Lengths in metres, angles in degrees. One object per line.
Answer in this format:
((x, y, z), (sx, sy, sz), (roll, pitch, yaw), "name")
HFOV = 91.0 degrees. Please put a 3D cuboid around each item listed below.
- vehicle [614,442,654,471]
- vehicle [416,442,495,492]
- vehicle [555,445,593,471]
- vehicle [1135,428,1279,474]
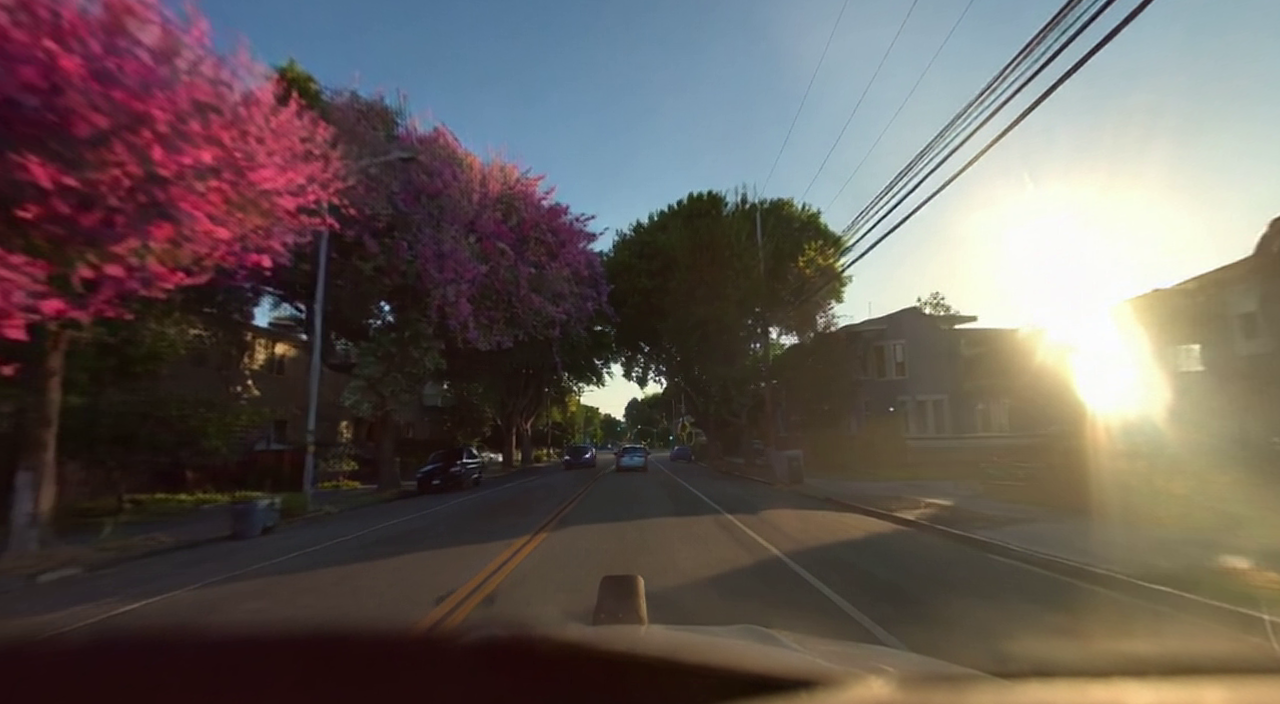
((-0.369, 5.769, 34.977), (2.104, 1.500, 3.815), (0, -8, -1), "vehicle")
((-7.710, 4.879, 26.722), (2.022, 1.795, 4.337), (-3, -10, 0), "vehicle")
((-4.122, 6.700, 40.085), (2.022, 1.534, 4.320), (0, -8, -1), "vehicle")
((21.009, 3.562, 22.767), (4.466, 1.584, 2.072), (0, -8, -2), "vehicle")
